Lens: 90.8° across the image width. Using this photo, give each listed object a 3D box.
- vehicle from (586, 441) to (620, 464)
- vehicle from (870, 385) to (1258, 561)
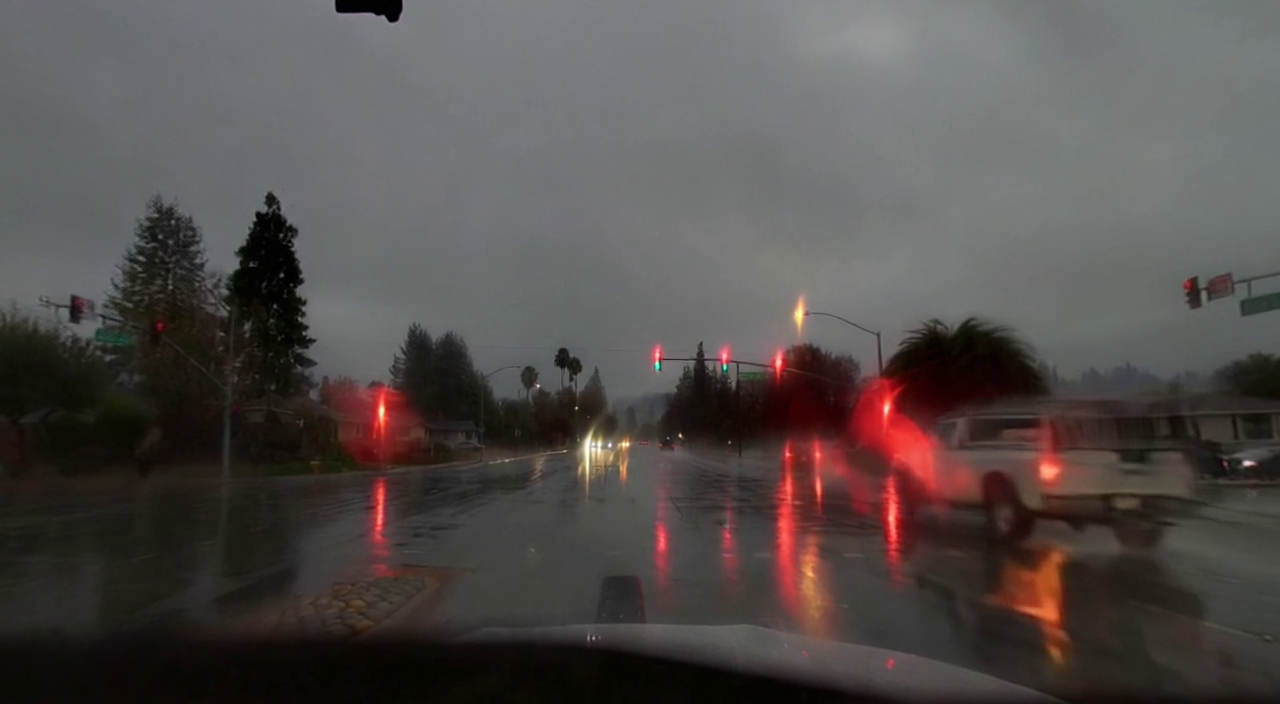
[{"bbox_3d":[-2.433,6.710,42.285,2.045,1.484,3.991,0,-9,0],"label":"vehicle"},{"bbox_3d":[6.006,1.840,10.295,2.273,2.042,5.717,0,-9,-1],"label":"vehicle"}]
